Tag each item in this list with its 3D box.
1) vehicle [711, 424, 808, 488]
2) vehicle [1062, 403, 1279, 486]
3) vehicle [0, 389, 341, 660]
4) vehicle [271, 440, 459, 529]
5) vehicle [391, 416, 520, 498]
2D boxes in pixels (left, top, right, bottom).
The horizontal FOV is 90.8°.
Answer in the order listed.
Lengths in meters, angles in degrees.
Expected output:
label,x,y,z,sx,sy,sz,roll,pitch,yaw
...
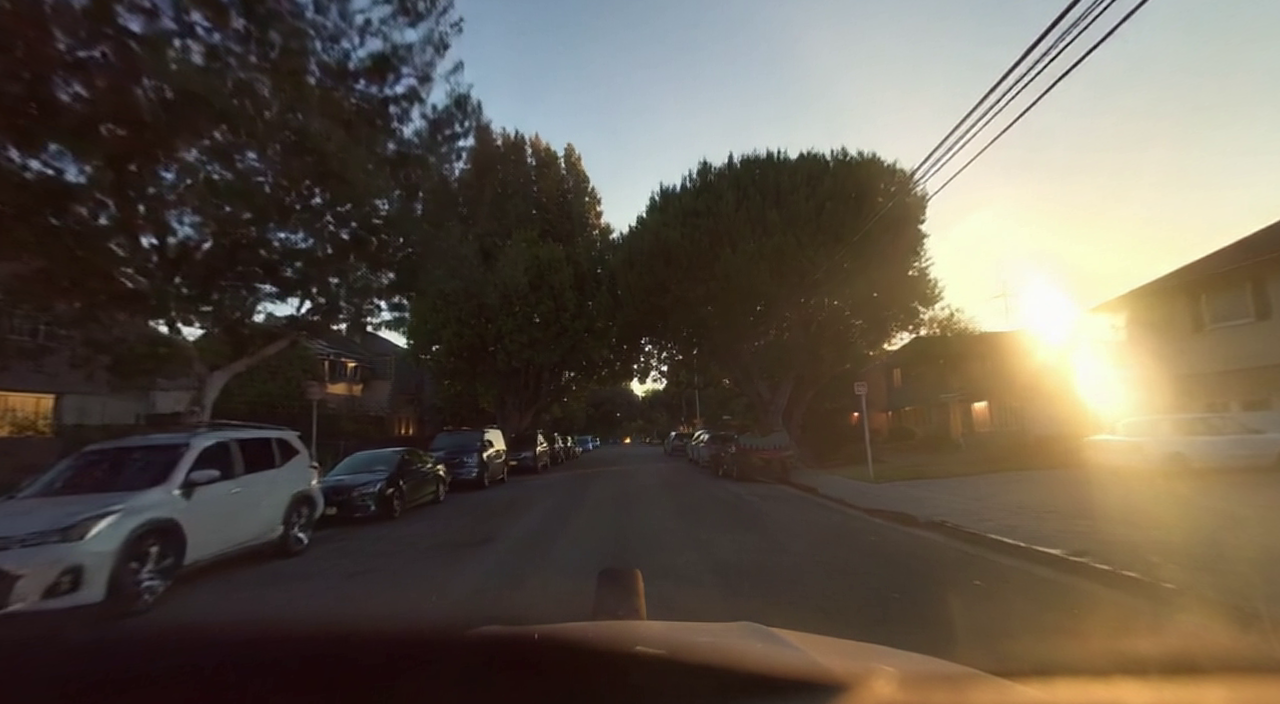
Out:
label,x,y,z,sx,sy,sz,roll,pitch,yaw
vehicle,3.498,3.135,19.478,1.994,1.710,4.699,0,-8,-1
vehicle,11.381,1.858,12.768,4.336,1.520,1.876,0,-8,-2
vehicle,-5.299,1.507,6.746,2.042,1.850,4.758,0,-8,-3
vehicle,-5.275,2.549,12.927,1.858,1.456,4.587,0,-8,-1
vehicle,-5.352,3.127,19.291,2.390,2.123,5.371,0,-8,-1
